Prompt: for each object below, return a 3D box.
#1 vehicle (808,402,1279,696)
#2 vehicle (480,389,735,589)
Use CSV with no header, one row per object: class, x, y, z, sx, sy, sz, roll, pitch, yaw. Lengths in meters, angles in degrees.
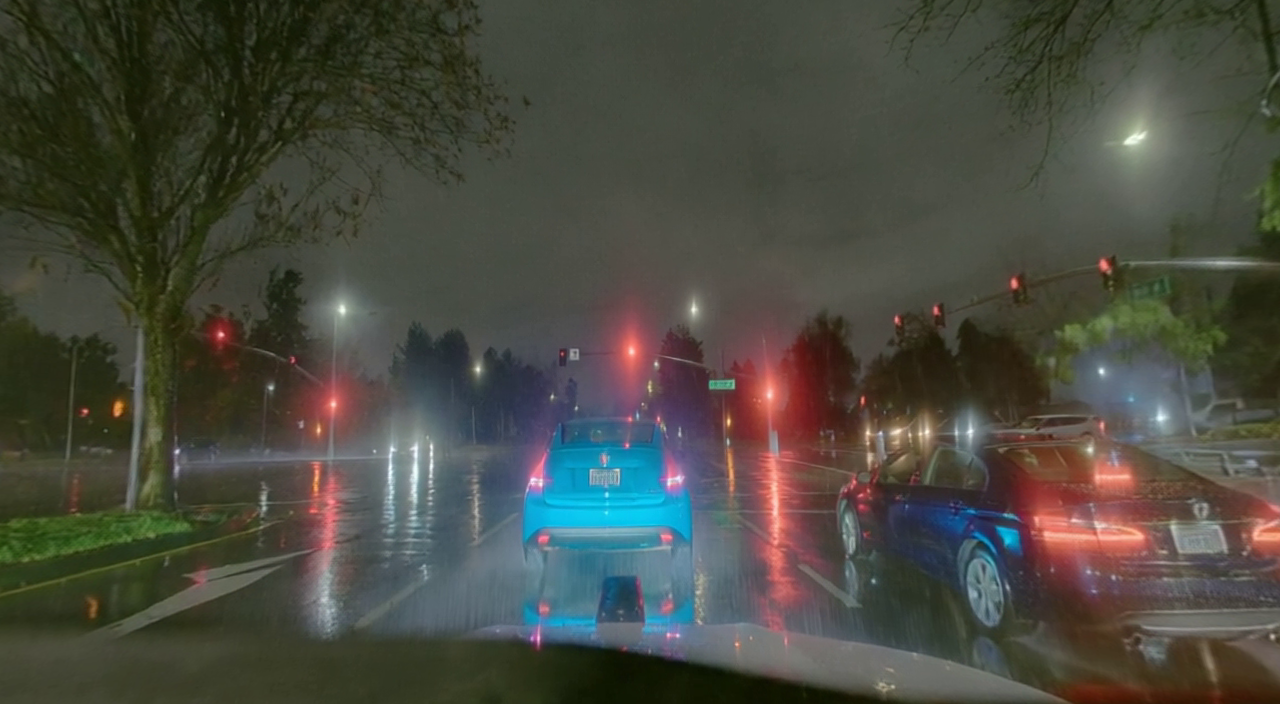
vehicle,3.161,1.400,5.765,1.932,1.562,4.629,0,-9,0
vehicle,-0.347,1.526,7.794,2.247,1.760,4.231,0,-9,-2
